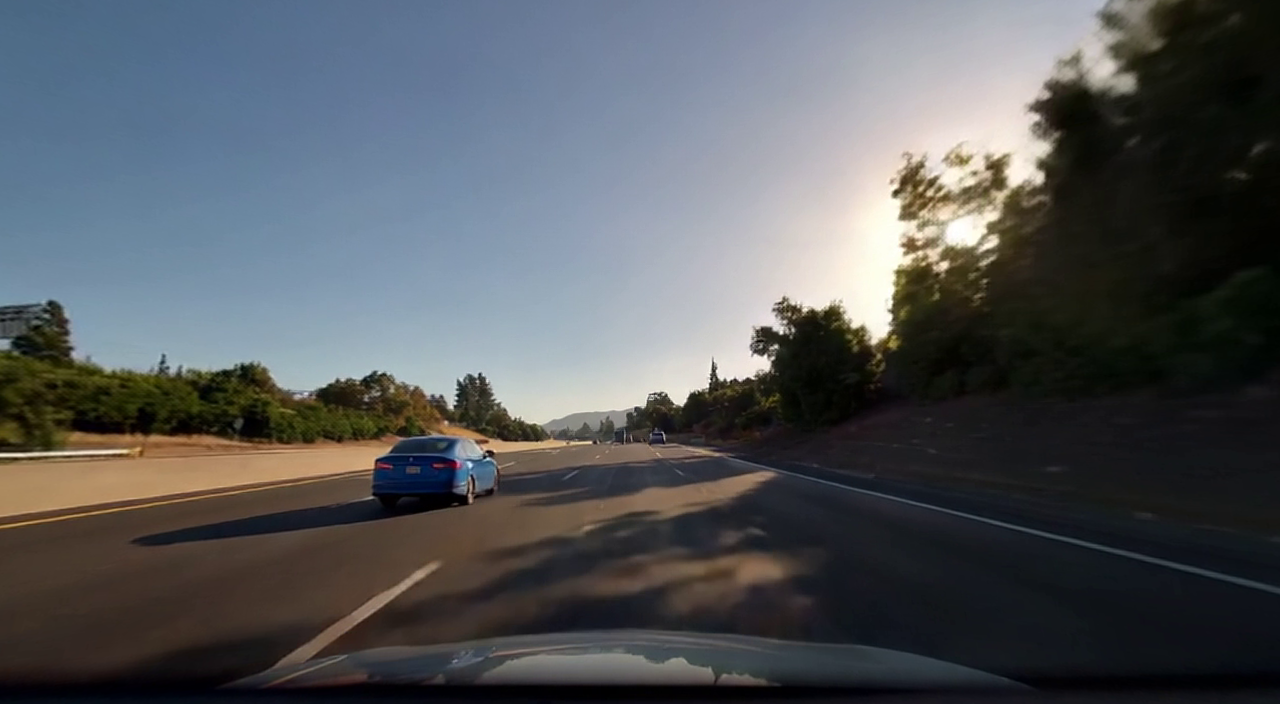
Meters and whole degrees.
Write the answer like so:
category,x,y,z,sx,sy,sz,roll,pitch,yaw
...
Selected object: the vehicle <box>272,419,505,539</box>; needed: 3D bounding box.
category,x,y,z,sx,sy,sz,roll,pitch,yaw
vehicle,-3.695,1.919,10.279,2.026,1.517,4.325,0,-8,0
